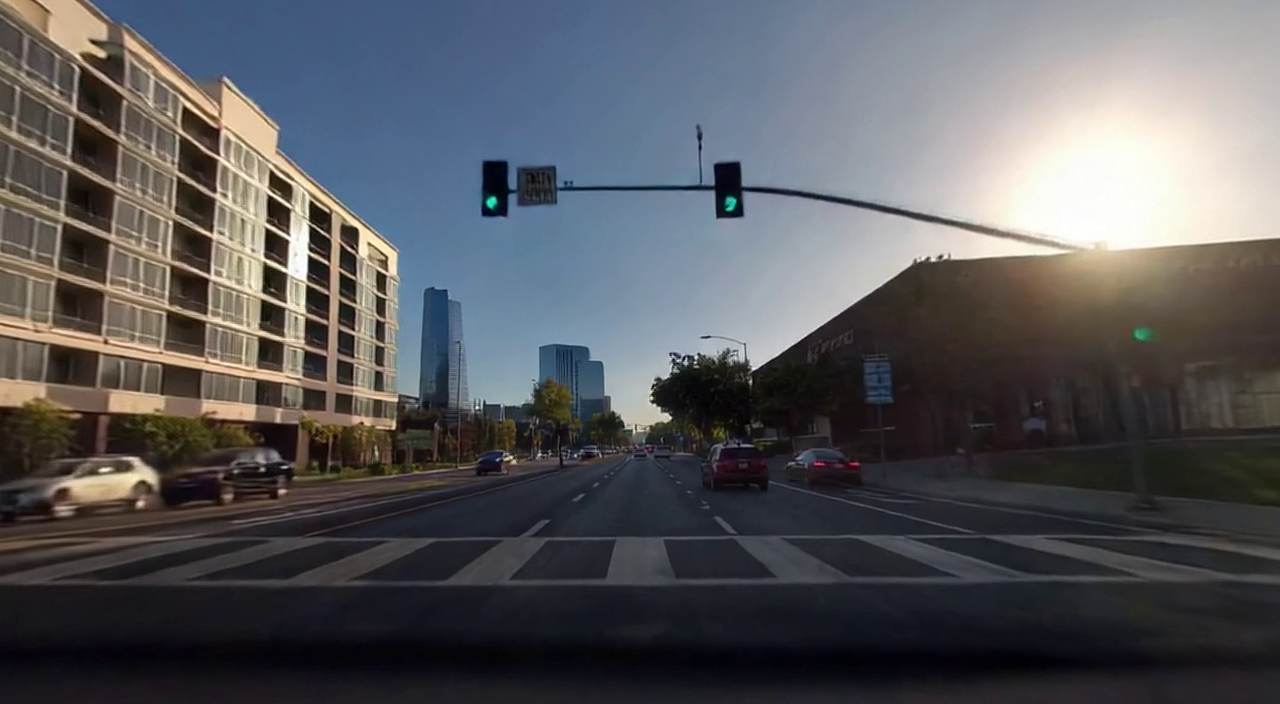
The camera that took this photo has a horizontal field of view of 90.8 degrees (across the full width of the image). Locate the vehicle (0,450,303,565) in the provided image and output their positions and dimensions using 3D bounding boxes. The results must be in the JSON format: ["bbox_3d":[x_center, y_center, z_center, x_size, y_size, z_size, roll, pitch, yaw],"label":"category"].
[{"bbox_3d":[-7.940,2.413,10.695,1.963,1.472,4.584,0,-8,-1],"label":"vehicle"}]

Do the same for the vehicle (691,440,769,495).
[{"bbox_3d":[3.129,4.105,22.937,2.069,1.761,4.610,0,-8,-1],"label":"vehicle"}]

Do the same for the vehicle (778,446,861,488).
[{"bbox_3d":[7.143,4.609,25.765,2.007,1.491,4.815,0,-8,1],"label":"vehicle"}]
